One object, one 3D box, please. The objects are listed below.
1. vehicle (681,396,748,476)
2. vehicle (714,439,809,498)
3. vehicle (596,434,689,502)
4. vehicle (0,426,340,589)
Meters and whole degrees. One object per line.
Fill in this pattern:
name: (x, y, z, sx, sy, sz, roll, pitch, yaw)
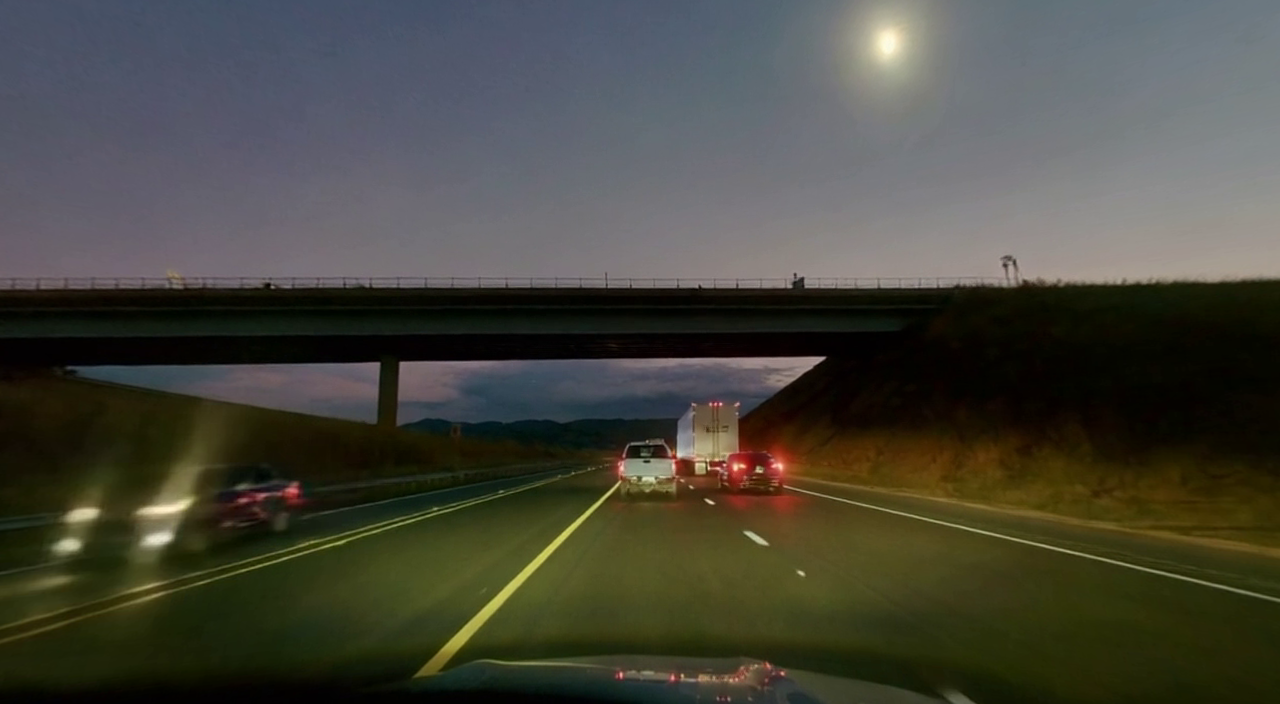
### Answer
vehicle: (3.941, 4.724, 35.085, 2.948, 3.974, 6.480, -1, -9, 1)
vehicle: (3.423, 3.371, 18.514, 1.972, 1.505, 3.946, -1, -9, 0)
vehicle: (0.100, 3.158, 17.502, 2.256, 1.615, 4.114, -1, -9, 1)
vehicle: (-6.550, 2.098, 9.253, 2.233, 1.685, 4.222, -4, -9, 0)
